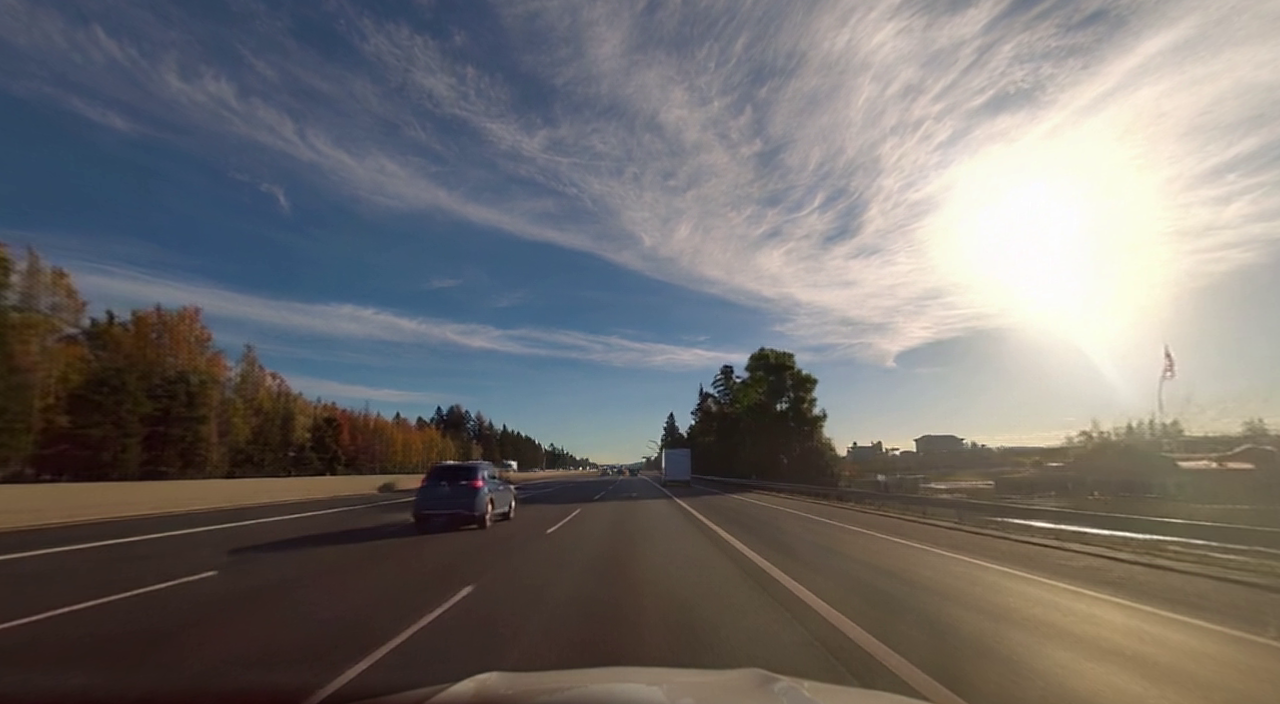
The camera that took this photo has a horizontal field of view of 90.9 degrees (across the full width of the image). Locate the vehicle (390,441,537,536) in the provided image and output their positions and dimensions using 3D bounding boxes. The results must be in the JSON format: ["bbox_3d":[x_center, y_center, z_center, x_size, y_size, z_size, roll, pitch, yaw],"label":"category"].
[{"bbox_3d":[-3.898,3.153,14.970,2.036,1.835,4.888,1,-10,0],"label":"vehicle"}]
